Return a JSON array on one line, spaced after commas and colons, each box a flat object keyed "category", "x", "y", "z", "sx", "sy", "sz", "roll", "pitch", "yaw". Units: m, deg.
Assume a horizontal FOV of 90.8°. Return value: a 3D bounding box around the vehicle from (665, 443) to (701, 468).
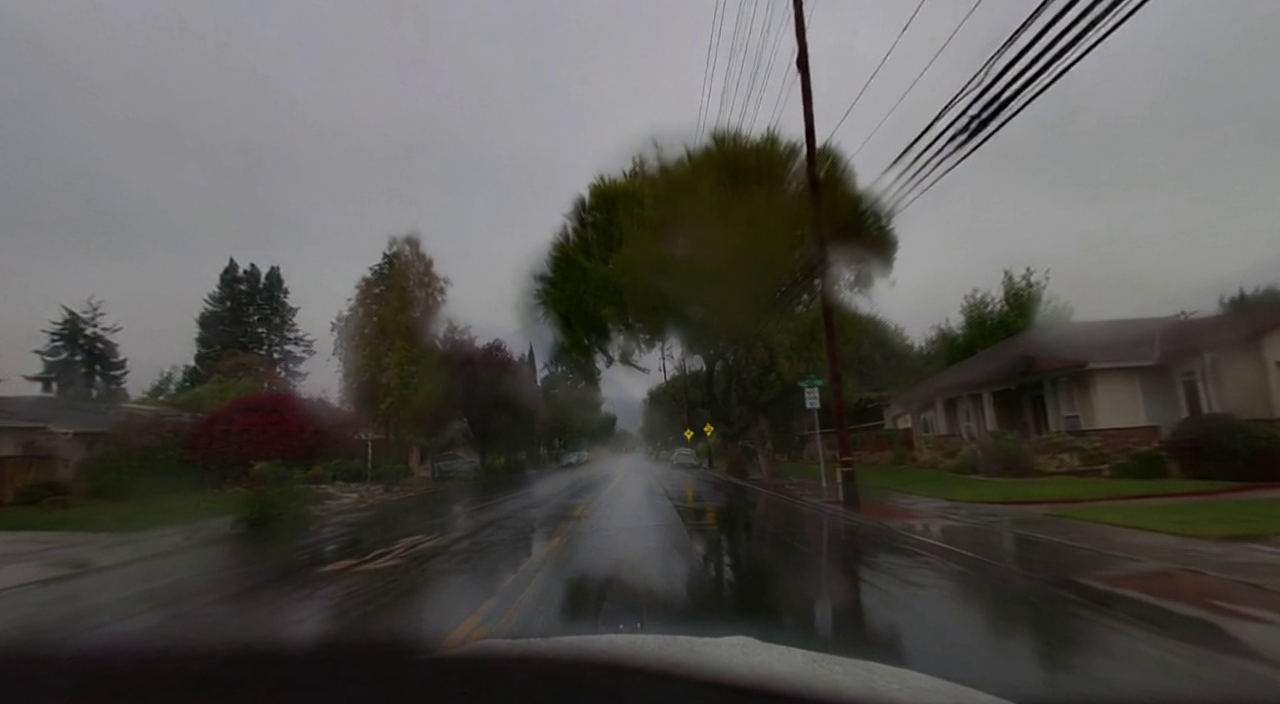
[{"category": "vehicle", "x": 3.086, "y": 7.587, "z": 46.376, "sx": 2.128, "sy": 1.724, "sz": 4.492, "roll": 0, "pitch": -8, "yaw": -2}]
